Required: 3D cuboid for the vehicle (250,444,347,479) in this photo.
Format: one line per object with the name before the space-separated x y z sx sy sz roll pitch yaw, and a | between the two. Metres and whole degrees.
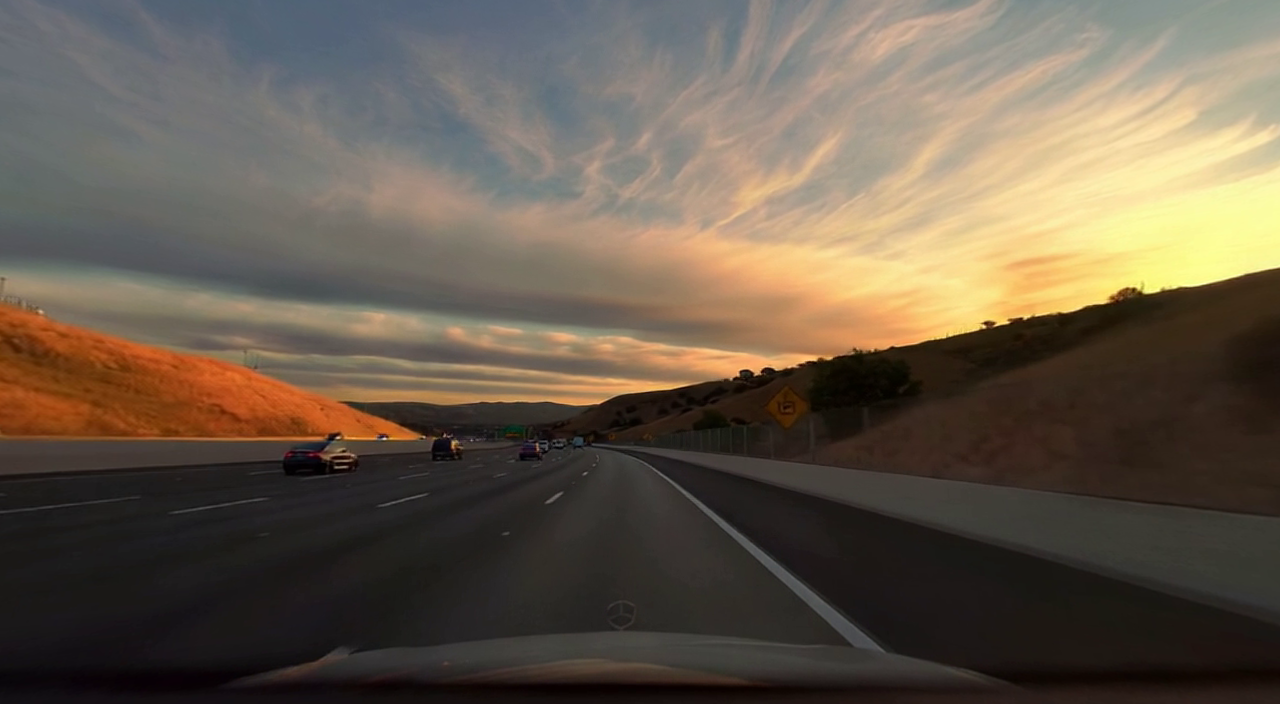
vehicle | -15.523 4.980 29.038 1.955 1.429 4.575 0 -8 -1
